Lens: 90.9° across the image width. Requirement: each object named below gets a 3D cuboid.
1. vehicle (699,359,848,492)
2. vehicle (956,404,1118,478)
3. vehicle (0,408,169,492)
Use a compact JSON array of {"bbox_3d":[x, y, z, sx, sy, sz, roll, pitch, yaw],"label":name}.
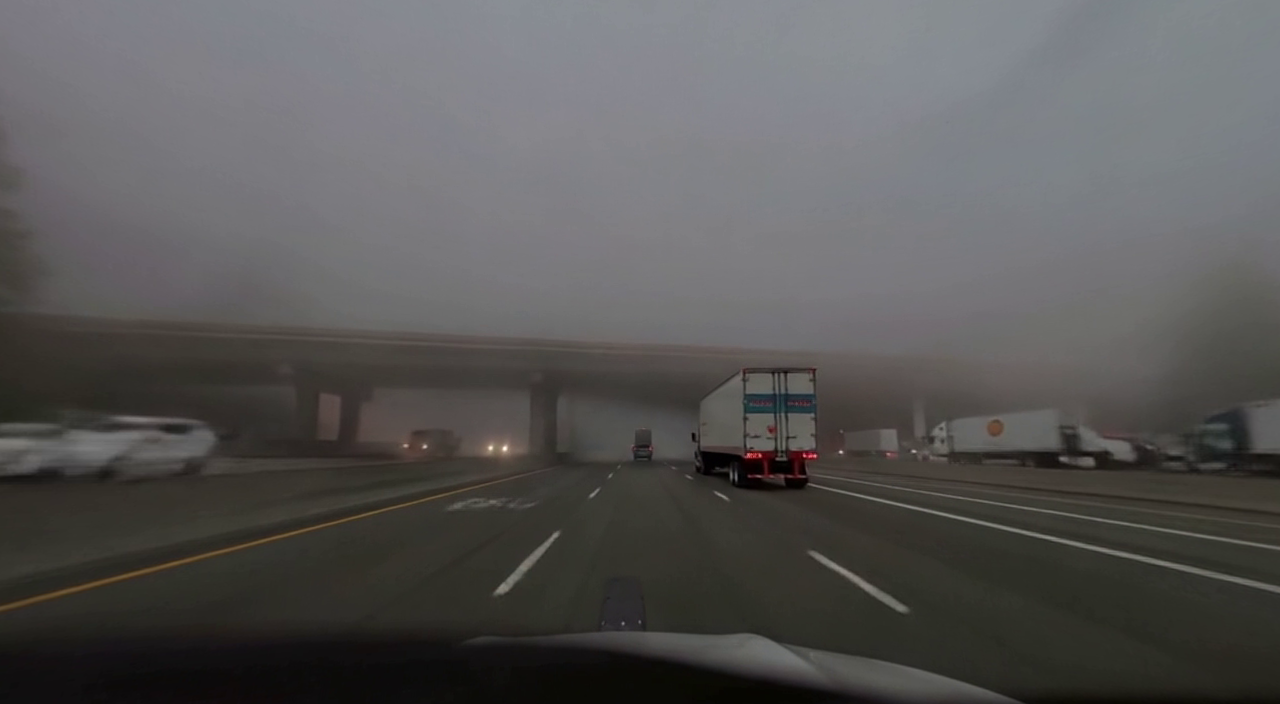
[{"bbox_3d":[4.677,3.267,26.197,2.881,3.995,14.382,0,-9,-1],"label":"vehicle"},{"bbox_3d":[21.977,5.108,35.936,2.784,3.571,9.857,0,-9,0],"label":"vehicle"},{"bbox_3d":[-12.156,1.981,12.813,1.831,1.463,4.205,0,-9,1],"label":"vehicle"}]
